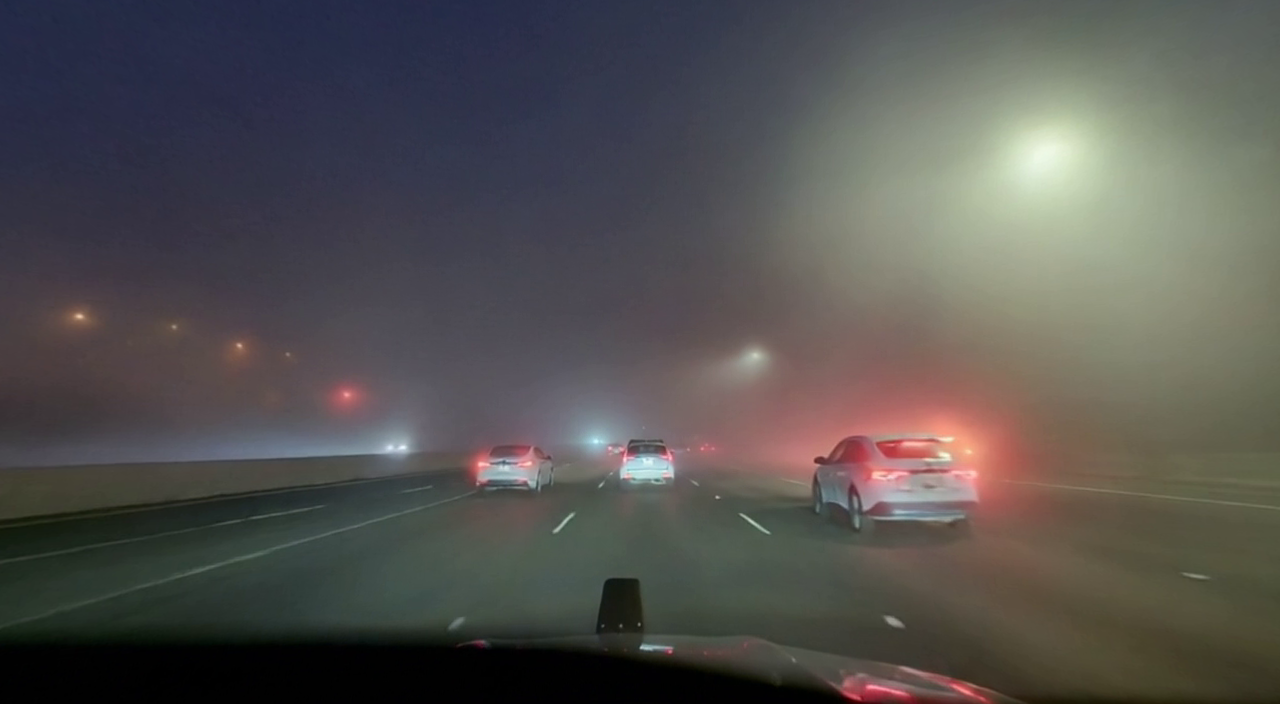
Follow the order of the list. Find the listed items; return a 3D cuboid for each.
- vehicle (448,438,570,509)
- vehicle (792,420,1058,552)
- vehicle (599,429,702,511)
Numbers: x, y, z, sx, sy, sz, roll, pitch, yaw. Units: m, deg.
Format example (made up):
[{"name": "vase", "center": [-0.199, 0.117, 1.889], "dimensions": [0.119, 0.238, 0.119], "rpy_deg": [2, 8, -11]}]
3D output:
[{"name": "vehicle", "center": [-3.091, 2.967, 15.912], "dimensions": [2.011, 1.510, 4.698], "rpy_deg": [0, -8, 1]}, {"name": "vehicle", "center": [4.071, 1.990, 9.997], "dimensions": [2.210, 1.625, 4.249], "rpy_deg": [0, -8, 0]}, {"name": "vehicle", "center": [0.229, 2.705, 14.846], "dimensions": [2.099, 1.640, 4.134], "rpy_deg": [0, -8, 0]}]
